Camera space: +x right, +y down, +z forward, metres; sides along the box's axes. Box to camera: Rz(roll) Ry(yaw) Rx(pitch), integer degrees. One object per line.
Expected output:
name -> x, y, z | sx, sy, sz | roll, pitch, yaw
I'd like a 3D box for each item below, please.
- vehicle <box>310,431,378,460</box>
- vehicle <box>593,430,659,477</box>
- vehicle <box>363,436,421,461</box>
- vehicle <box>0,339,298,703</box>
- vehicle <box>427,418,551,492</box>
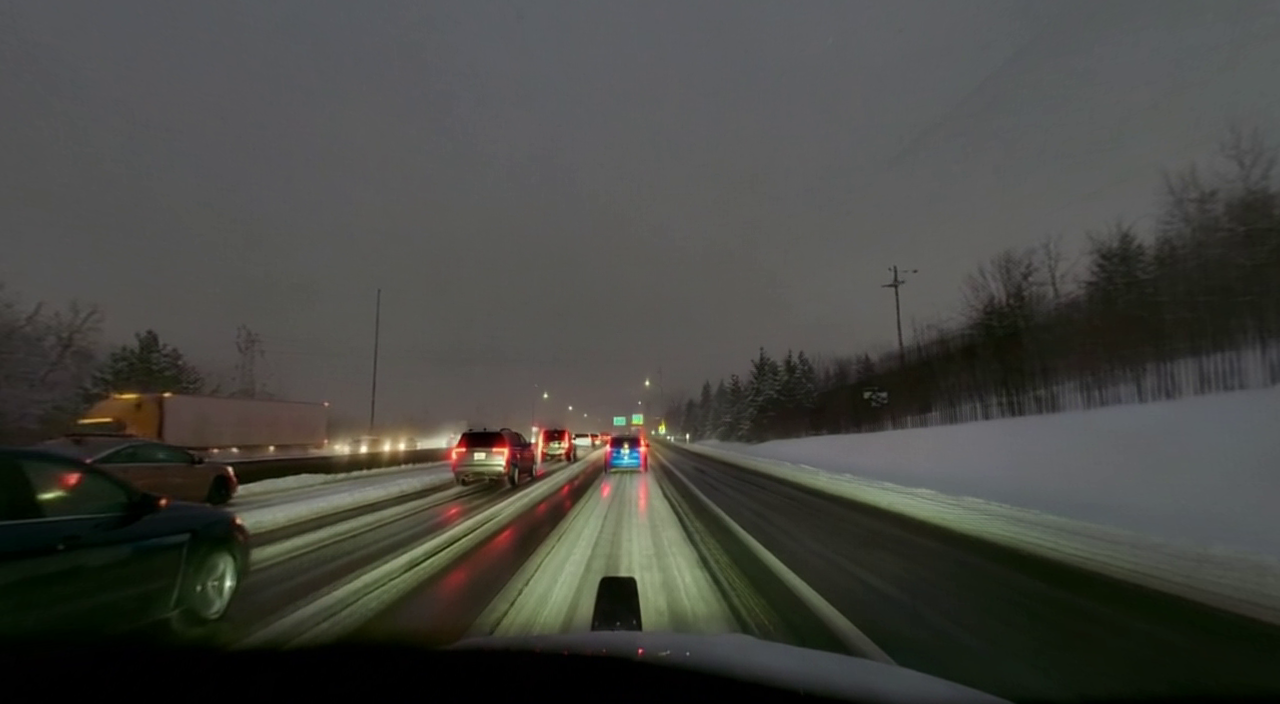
vehicle -> -19.648, 6.202, 41.998 | 2.196, 1.833, 4.749 | 0, -8, 0
vehicle -> -0.470, 3.431, 21.538 | 2.070, 1.452, 3.834 | 0, -8, -1
vehicle -> -15.431, 6.008, 39.369 | 1.892, 1.467, 4.376 | 0, -8, -1
vehicle -> -3.799, 0.825, 2.835 | 2.107, 1.703, 4.274 | 0, -8, 0
vehicle -> -3.859, 2.722, 17.025 | 2.154, 1.690, 4.595 | 0, -8, 1
